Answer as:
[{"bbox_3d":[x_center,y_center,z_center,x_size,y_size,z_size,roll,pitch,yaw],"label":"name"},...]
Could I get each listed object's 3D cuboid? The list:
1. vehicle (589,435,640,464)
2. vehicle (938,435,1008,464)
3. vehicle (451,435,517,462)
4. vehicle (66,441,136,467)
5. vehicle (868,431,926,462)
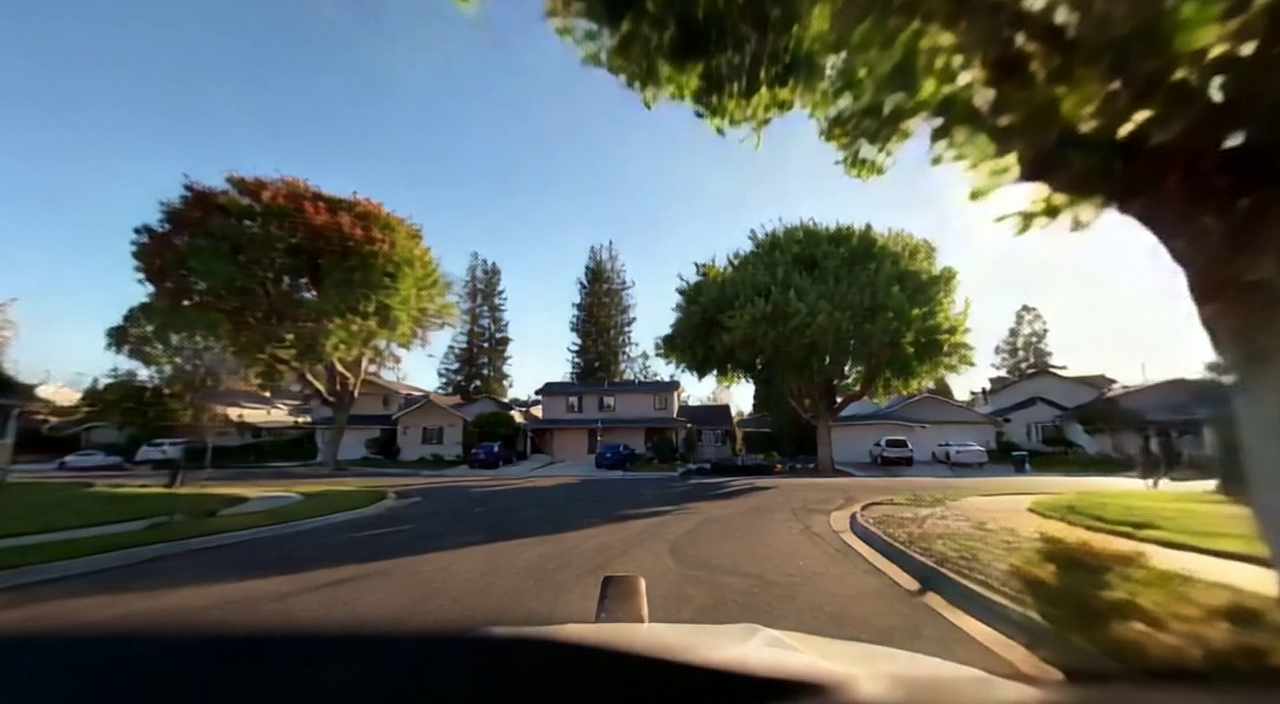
[{"bbox_3d":[-1.495,6.053,39.174,1.942,1.651,4.655,-2,-9,14],"label":"vehicle"},{"bbox_3d":[19.051,5.633,36.382,1.873,1.556,4.216,-1,-9,3],"label":"vehicle"},{"bbox_3d":[-10.459,6.560,42.695,1.942,1.700,4.478,-4,-10,24],"label":"vehicle"},{"bbox_3d":[-37.485,7.109,43.940,4.105,1.691,2.003,-4,-10,24],"label":"vehicle"},{"bbox_3d":[15.245,5.663,37.776,1.937,1.731,4.179,-1,-9,4],"label":"vehicle"}]
